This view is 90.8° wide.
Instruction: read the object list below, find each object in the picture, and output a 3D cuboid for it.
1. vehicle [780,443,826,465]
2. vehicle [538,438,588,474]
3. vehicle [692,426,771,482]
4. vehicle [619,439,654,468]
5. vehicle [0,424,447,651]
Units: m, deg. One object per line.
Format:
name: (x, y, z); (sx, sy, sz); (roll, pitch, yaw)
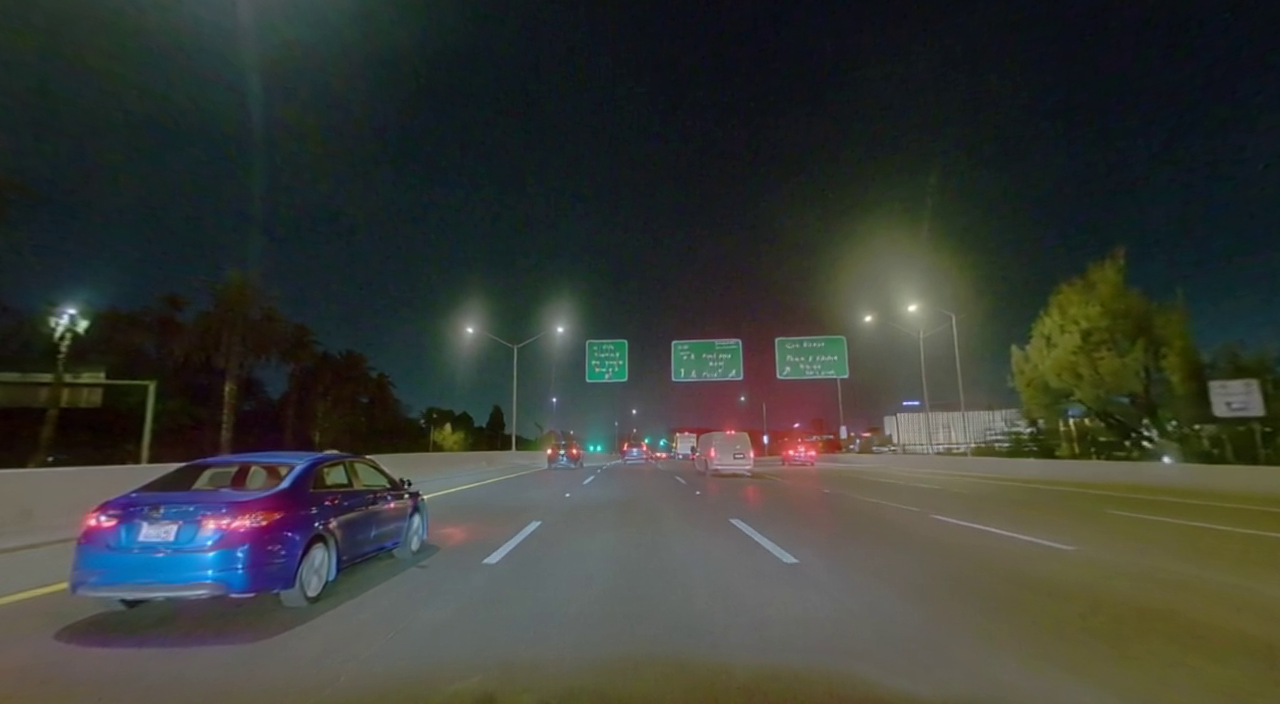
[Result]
vehicle: (12.040, 7.598, 47.034); (2.010, 1.535, 4.980); (0, -9, -1)
vehicle: (-4.060, 5.606, 34.234); (2.109, 1.793, 4.613); (0, -9, 0)
vehicle: (3.640, 4.214, 26.386); (2.250, 2.074, 5.723); (0, -9, -2)
vehicle: (-0.247, 6.785, 42.382); (2.212, 1.786, 4.198); (0, -9, -1)
vehicle: (-3.637, 1.542, 6.372); (1.991, 1.469, 4.381); (0, -9, 0)
